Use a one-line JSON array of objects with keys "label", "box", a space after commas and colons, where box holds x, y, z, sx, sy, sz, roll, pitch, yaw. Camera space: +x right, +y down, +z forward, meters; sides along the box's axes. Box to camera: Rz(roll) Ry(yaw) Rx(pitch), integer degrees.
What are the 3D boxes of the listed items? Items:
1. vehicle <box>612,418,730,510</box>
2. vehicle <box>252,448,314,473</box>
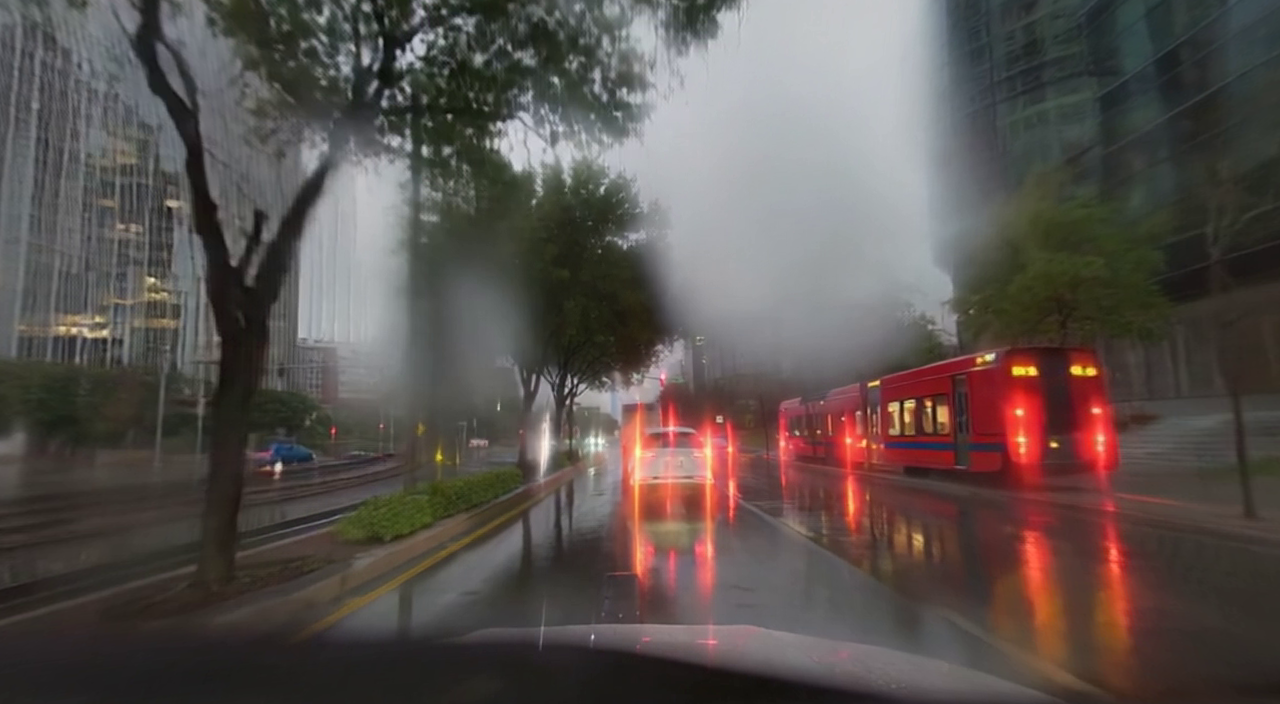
[{"label": "vehicle", "box": [0.541, 2.387, 13.785, 2.190, 1.684, 4.084, 0, -9, -1]}, {"label": "vehicle", "box": [-23.423, 7.106, 41.471, 1.900, 1.465, 4.781, 1, -9, -8]}]
